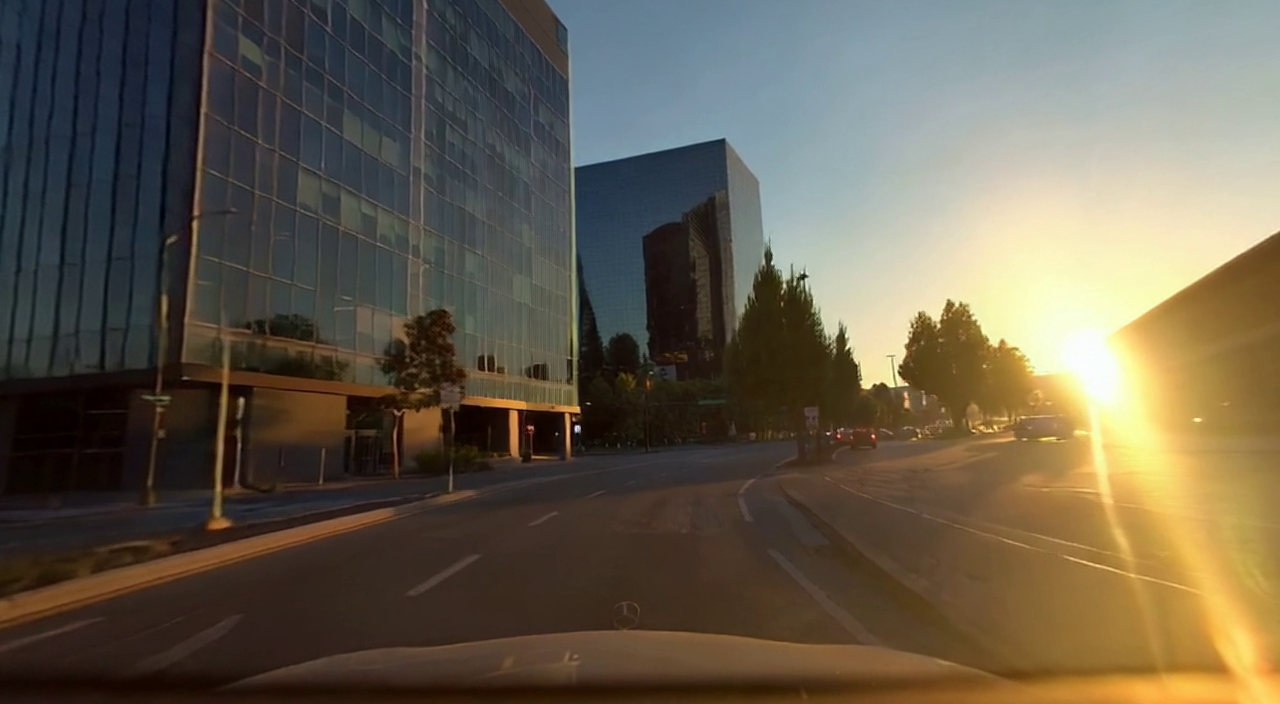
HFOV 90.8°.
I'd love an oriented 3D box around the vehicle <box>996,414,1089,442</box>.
[{"bbox_3d":[27.405,5.231,43.106,2.014,1.757,4.871,8,-12,-43],"label":"vehicle"}]
